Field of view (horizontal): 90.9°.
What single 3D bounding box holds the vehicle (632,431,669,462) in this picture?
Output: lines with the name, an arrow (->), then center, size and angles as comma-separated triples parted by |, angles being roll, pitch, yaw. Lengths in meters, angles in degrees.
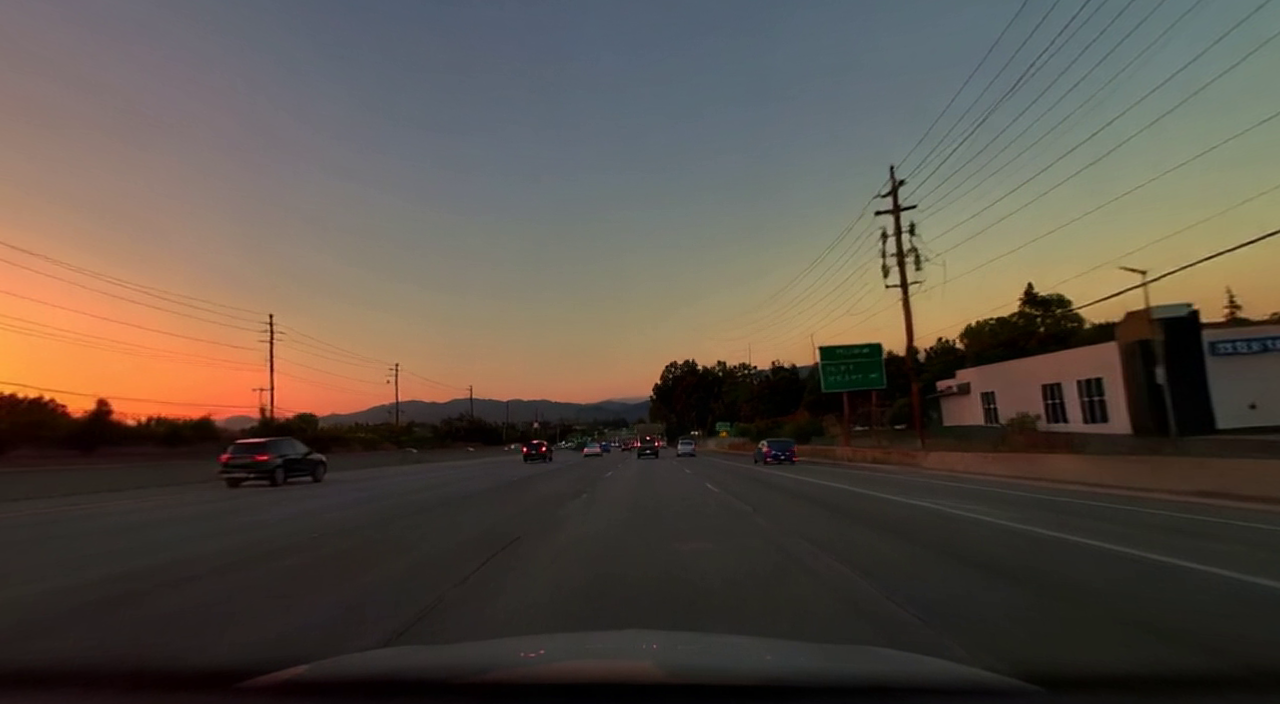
vehicle -> 0.751, 7.274, 48.455 | 2.622, 2.208, 5.320 | 0, -8, 0

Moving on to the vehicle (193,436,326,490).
vehicle -> -14.533, 4.205, 24.503 | 2.149, 1.846, 4.713 | -1, -8, 1

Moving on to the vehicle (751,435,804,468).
vehicle -> 7.673, 5.588, 35.600 | 1.937, 1.698, 4.322 | 0, -8, -1

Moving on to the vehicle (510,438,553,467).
vehicle -> -7.060, 6.576, 41.393 | 2.007, 1.732, 4.395 | 0, -8, 1

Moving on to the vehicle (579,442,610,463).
vehicle -> -3.390, 7.572, 47.559 | 1.979, 1.469, 4.378 | 0, -8, 1
